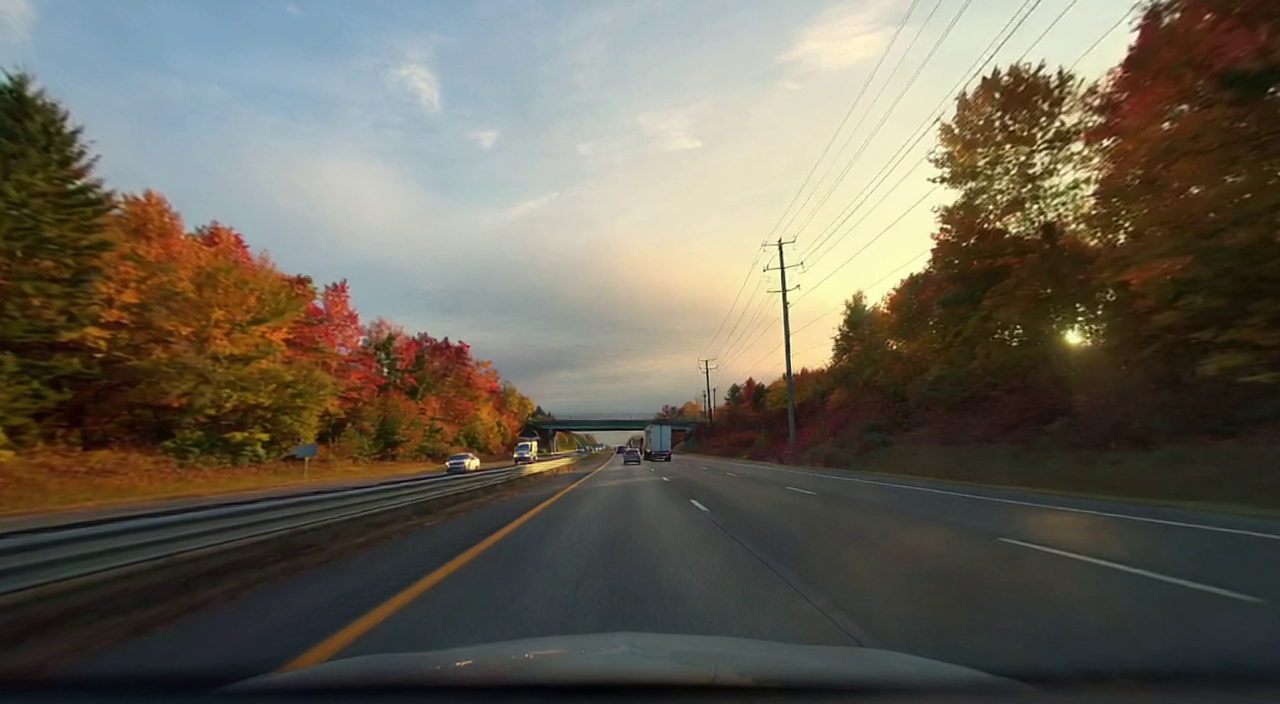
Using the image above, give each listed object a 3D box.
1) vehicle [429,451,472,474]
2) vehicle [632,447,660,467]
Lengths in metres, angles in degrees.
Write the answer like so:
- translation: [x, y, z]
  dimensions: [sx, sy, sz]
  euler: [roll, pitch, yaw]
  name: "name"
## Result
- translation: [-14.110, 8.242, 46.992]
  dimensions: [1.930, 1.569, 4.186]
  euler: [0, -9, 0]
  name: "vehicle"
- translation: [0.401, 8.307, 49.710]
  dimensions: [1.961, 1.454, 3.755]
  euler: [0, -9, -3]
  name: "vehicle"
